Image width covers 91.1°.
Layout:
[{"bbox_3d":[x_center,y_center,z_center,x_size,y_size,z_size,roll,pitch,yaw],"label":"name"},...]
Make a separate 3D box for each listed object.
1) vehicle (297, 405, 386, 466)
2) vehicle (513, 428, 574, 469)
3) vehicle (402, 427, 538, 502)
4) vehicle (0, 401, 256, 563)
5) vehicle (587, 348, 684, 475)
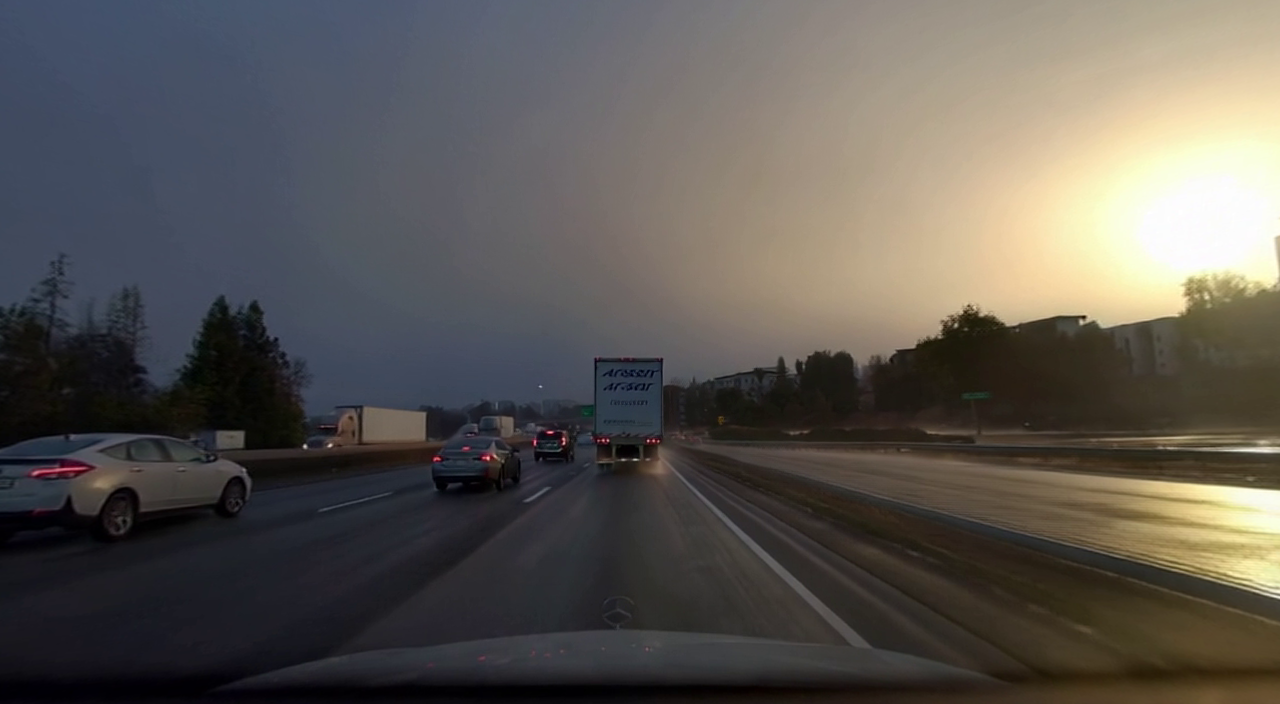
[{"bbox_3d":[-22.005,6.220,46.845,3.113,4.229,6.375,0,-8,3],"label":"vehicle"},{"bbox_3d":[-4.074,4.122,27.100,1.946,1.599,4.073,0,-8,0],"label":"vehicle"},{"bbox_3d":[-3.838,2.601,15.048,1.964,1.507,4.361,0,-8,1],"label":"vehicle"},{"bbox_3d":[-7.777,1.663,8.814,1.998,1.698,4.461,0,-8,-1],"label":"vehicle"},{"bbox_3d":[-0.301,2.679,26.287,3.171,4.204,11.036,0,-8,-2],"label":"vehicle"}]
